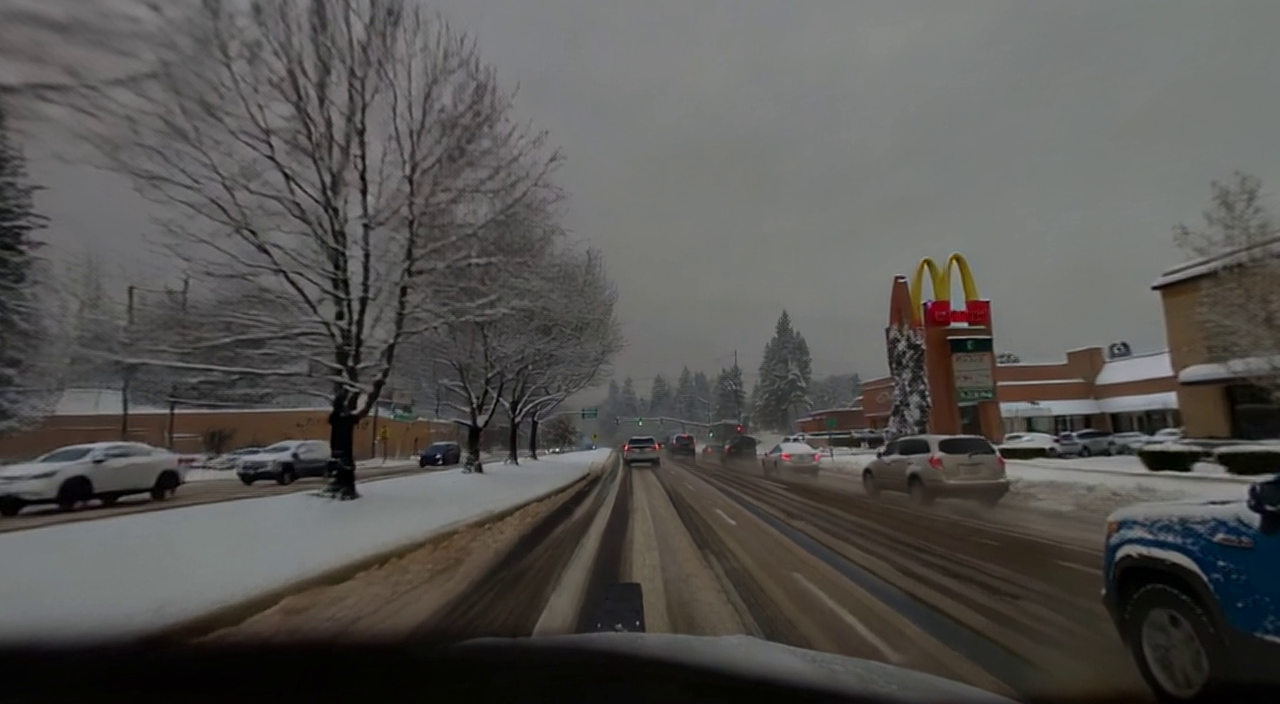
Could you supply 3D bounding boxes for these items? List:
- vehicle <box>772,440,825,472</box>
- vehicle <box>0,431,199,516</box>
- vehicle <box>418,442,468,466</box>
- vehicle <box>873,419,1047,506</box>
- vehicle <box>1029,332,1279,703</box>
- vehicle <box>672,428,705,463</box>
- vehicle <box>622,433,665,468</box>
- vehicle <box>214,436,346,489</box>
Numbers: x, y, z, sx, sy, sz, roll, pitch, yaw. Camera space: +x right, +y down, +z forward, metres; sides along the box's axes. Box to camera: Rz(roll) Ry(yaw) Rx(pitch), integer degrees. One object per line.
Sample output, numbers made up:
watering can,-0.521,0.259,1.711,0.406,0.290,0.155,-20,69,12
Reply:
vehicle,8.108,5.341,32.616,1.879,1.517,4.006,-1,-9,3
vehicle,-14.287,3.038,16.370,2.242,1.836,4.811,0,-9,-1
vehicle,-14.486,7.507,46.804,2.136,1.676,4.371,-1,-9,3
vehicle,7.500,2.633,15.421,1.977,1.786,4.344,0,-9,1
vehicle,3.542,0.682,1.780,2.076,1.716,4.416,0,-8,1
vehicle,3.767,7.359,49.697,2.239,2.586,4.586,0,-8,0
vehicle,0.158,5.895,37.802,2.402,1.938,4.535,0,-9,0
vehicle,-13.994,4.316,25.022,2.159,1.836,5.038,0,-9,1
